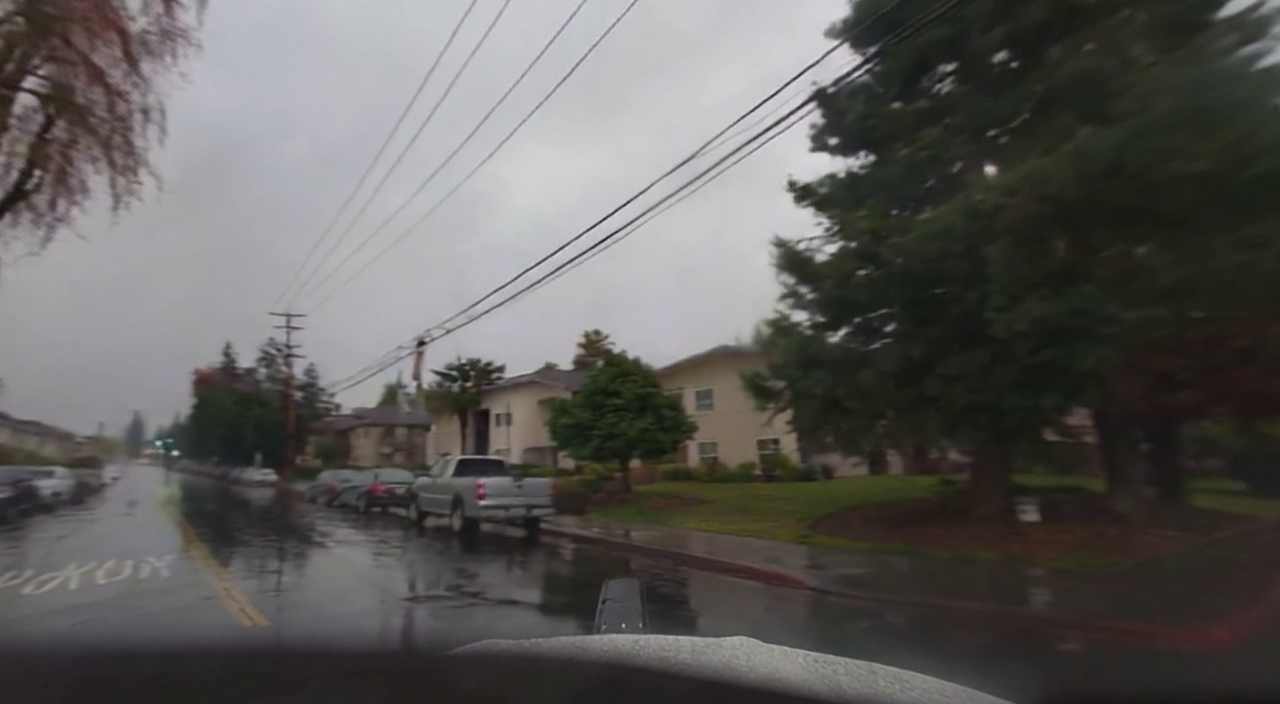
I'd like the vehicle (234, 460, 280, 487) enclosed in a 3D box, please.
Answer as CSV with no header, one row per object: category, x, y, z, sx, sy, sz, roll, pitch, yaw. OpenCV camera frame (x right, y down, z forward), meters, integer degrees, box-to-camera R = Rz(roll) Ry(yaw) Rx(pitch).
vehicle,-28.051,8.920,45.916,2.328,1.730,4.225,7,-14,-36

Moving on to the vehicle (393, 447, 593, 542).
vehicle,-3.413,2.957,13.682,2.272,1.626,5.170,9,-13,-36

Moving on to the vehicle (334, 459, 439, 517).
vehicle,-8.190,4.220,20.018,1.868,1.494,4.652,6,-11,-37

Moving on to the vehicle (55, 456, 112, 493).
vehicle,-41.076,8.997,46.476,2.376,2.219,6.021,3,-8,-35
